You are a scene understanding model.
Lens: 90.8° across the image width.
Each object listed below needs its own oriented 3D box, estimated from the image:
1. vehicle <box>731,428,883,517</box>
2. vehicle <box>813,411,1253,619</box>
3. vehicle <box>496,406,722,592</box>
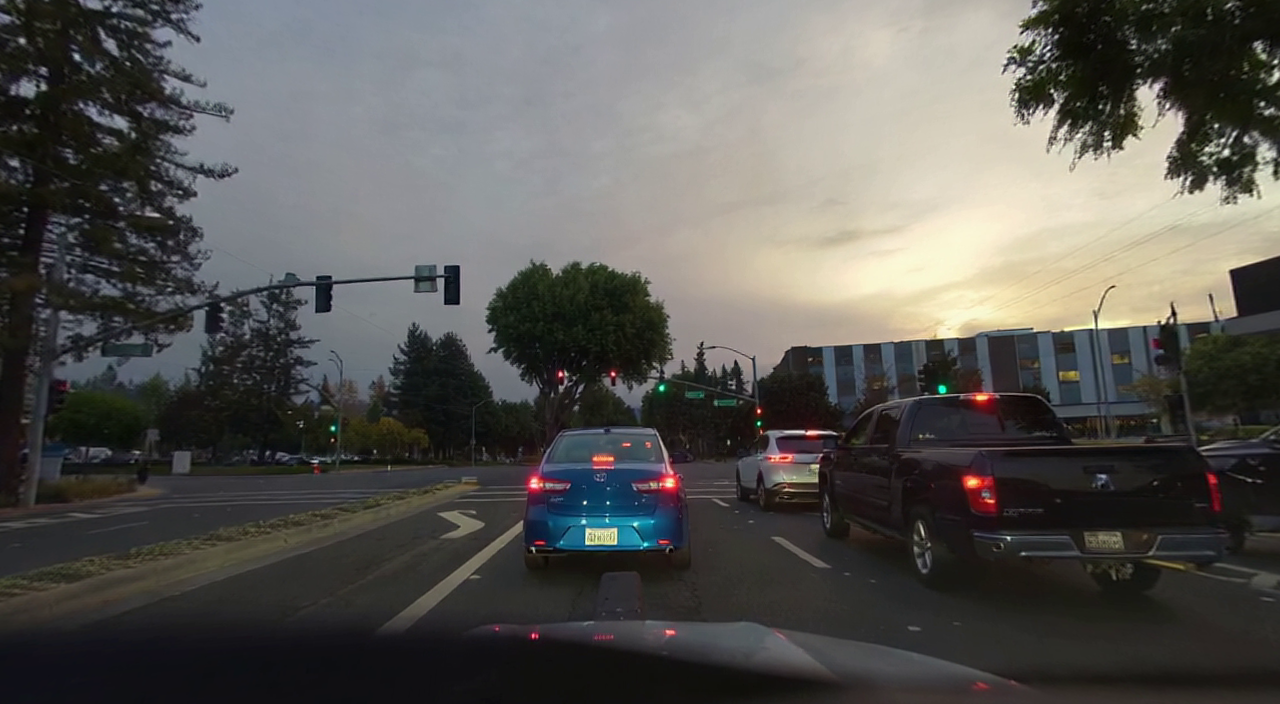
[{"bbox_3d":[3.376,2.529,13.780,2.031,1.626,4.264,0,-8,-1],"label":"vehicle"},{"bbox_3d":[3.600,1.568,7.118,1.955,1.550,4.587,0,-8,-1],"label":"vehicle"},{"bbox_3d":[-0.274,1.608,7.646,2.037,1.674,3.693,0,-8,0],"label":"vehicle"}]
